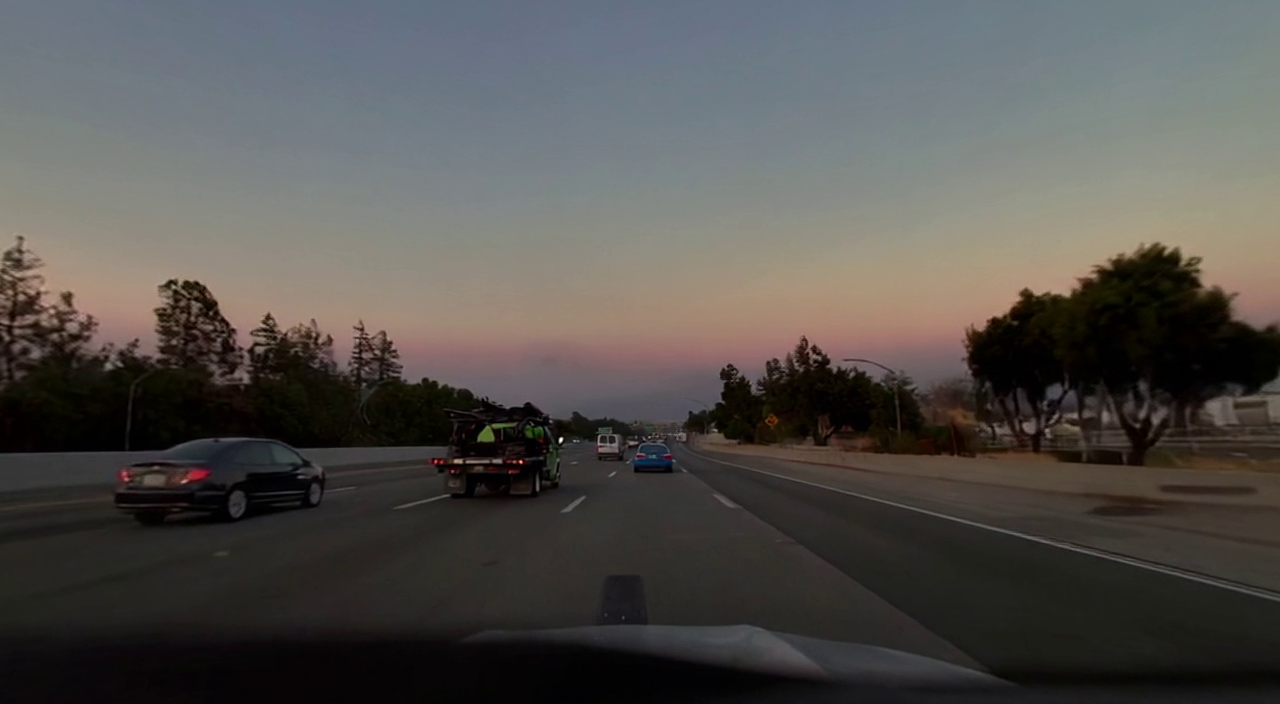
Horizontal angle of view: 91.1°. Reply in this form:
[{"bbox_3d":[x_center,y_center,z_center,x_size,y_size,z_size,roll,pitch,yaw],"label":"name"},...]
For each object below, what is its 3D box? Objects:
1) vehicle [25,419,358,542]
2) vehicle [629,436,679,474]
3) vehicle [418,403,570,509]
[{"bbox_3d":[-6.860,2.000,10.527,1.926,1.561,4.868,0,-8,1],"label":"vehicle"},{"bbox_3d":[0.643,4.873,29.903,2.165,1.653,4.456,0,-8,1],"label":"vehicle"},{"bbox_3d":[-3.161,2.430,15.082,2.292,2.070,5.532,0,-8,0],"label":"vehicle"}]
